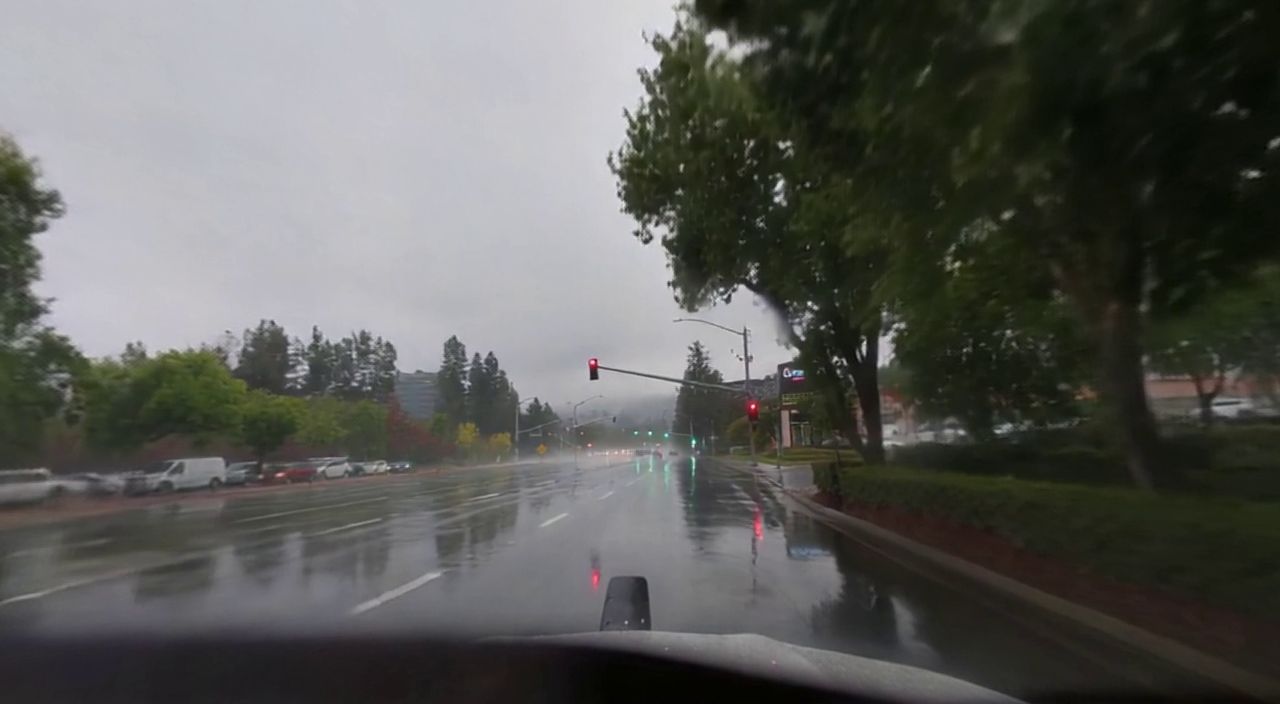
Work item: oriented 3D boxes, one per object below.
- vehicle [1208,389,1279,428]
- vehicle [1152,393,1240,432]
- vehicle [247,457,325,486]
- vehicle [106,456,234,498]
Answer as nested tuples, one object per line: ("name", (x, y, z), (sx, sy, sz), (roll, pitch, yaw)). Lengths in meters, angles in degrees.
("vehicle", (25.232, 2.277, 25.646), (3.327, 1.369, 1.514), (-1, -9, -19))
("vehicle", (25.451, 2.770, 28.858), (3.335, 1.398, 1.535), (-2, -10, -23))
("vehicle", (-21.833, 7.383, 39.102), (1.918, 1.503, 4.632), (-6, -10, 5))
("vehicle", (-22.744, 6.064, 30.851), (1.967, 1.683, 5.223), (-6, -10, 6))
